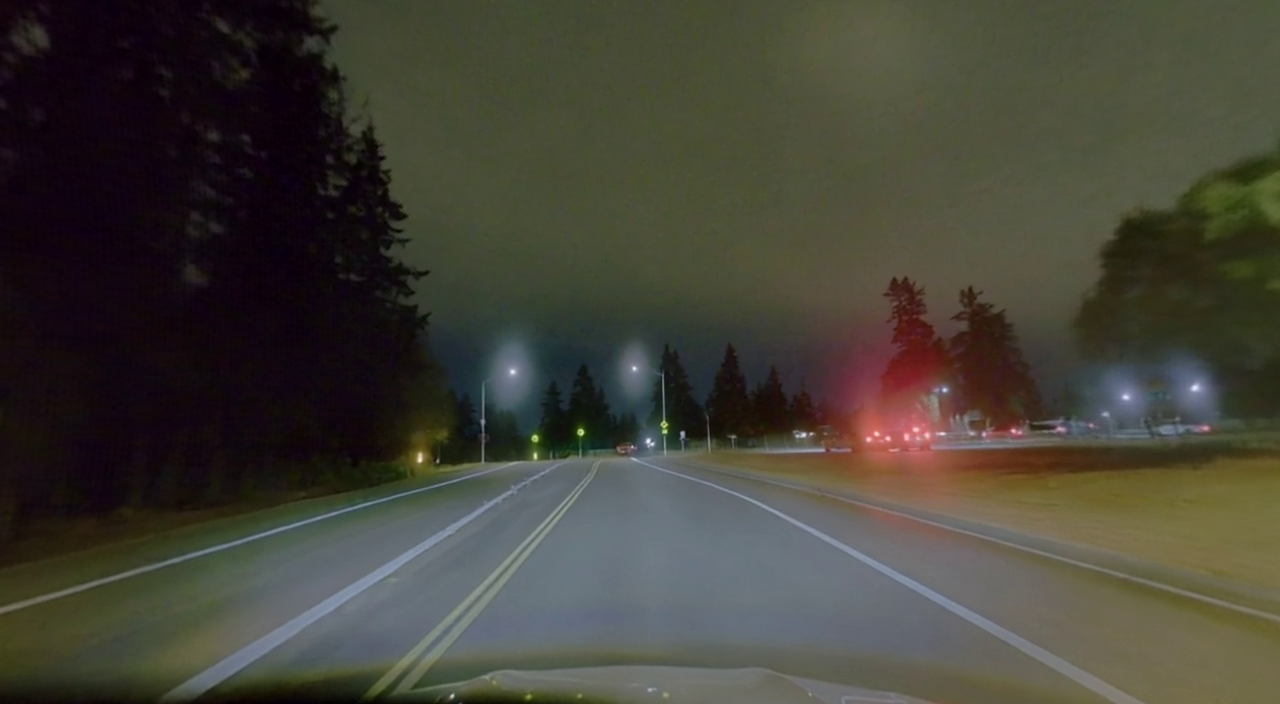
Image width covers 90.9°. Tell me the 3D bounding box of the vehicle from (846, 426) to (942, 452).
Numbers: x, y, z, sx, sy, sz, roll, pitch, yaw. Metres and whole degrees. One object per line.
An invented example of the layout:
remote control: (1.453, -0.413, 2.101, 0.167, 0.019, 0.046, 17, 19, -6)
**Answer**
vehicle: (14.789, 5.094, 36.831, 4.744, 1.476, 1.926, 0, -8, -5)
